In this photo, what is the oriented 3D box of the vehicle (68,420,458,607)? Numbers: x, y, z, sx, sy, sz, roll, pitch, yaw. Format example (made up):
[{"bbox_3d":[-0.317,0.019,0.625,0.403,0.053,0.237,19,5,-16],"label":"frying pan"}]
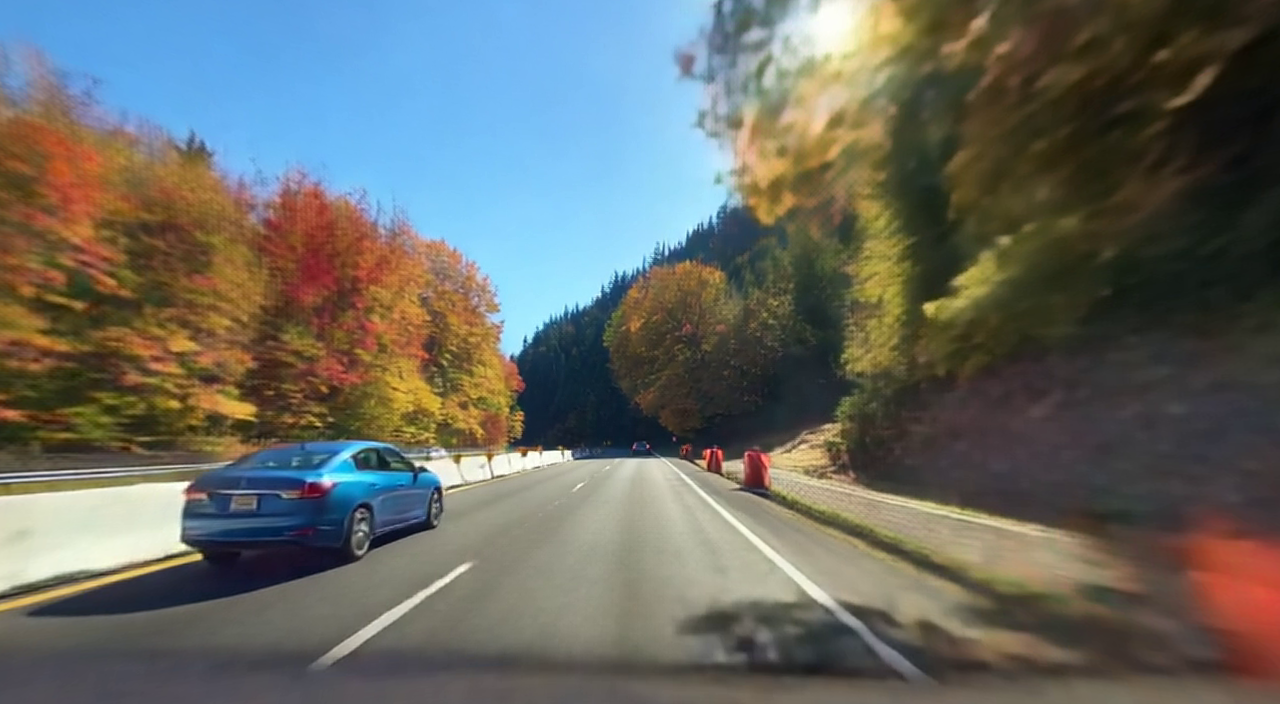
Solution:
[{"bbox_3d":[-3.688,1.620,7.223,1.902,1.505,4.016,0,-8,1],"label":"vehicle"}]
